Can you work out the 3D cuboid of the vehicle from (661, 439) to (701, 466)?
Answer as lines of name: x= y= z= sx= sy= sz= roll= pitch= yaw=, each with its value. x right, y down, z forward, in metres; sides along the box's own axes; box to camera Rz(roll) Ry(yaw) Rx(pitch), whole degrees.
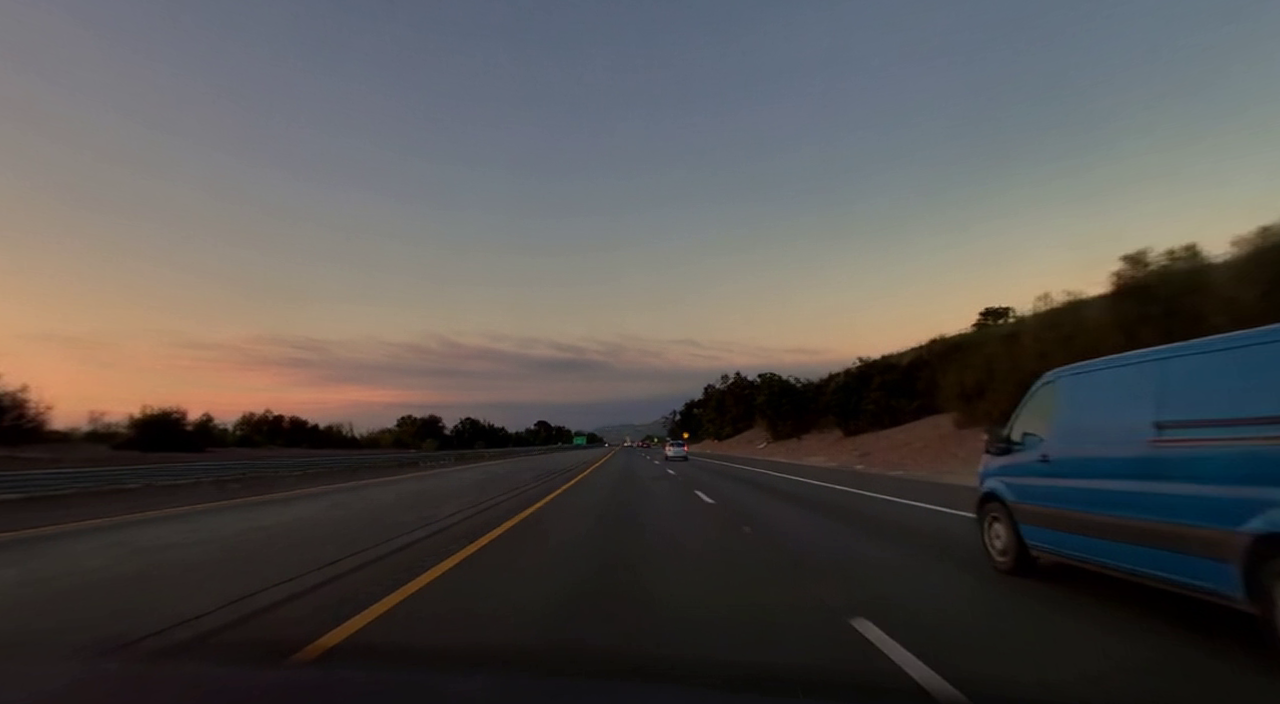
vehicle: x=2.299 y=5.824 z=36.573 sx=2.005 sy=1.466 sz=3.739 roll=0 pitch=-8 yaw=-1

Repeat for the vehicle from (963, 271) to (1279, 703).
vehicle: x=4.168 y=0.697 z=3.393 sx=2.269 sy=2.048 sz=4.679 roll=0 pitch=-8 yaw=-1
